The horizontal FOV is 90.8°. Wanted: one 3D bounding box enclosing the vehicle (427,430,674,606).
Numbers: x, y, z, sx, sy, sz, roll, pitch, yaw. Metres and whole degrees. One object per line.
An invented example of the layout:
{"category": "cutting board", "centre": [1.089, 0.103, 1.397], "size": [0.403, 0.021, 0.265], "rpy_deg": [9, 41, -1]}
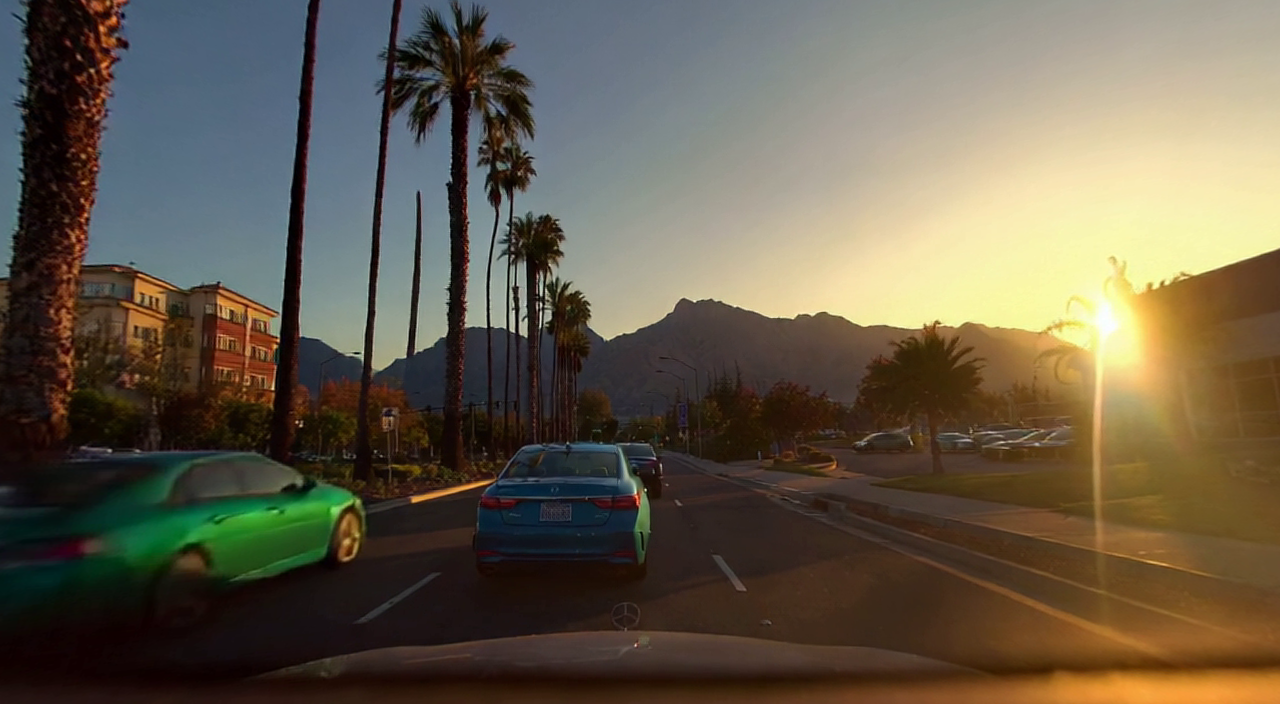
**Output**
{"category": "vehicle", "centre": [-0.821, 1.689, 7.347], "size": [2.067, 1.459, 3.886], "rpy_deg": [0, -8, -2]}

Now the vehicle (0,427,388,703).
{"category": "vehicle", "centre": [-4.344, 1.510, 5.888], "size": [1.964, 1.466, 5.009], "rpy_deg": [0, -8, -1]}

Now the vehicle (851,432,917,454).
{"category": "vehicle", "centre": [19.201, 7.204, 49.814], "size": [1.925, 1.652, 4.490], "rpy_deg": [6, -10, -34]}

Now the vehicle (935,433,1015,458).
{"category": "vehicle", "centre": [21.969, 6.116, 41.436], "size": [4.640, 1.526, 1.961], "rpy_deg": [3, -9, -22]}
